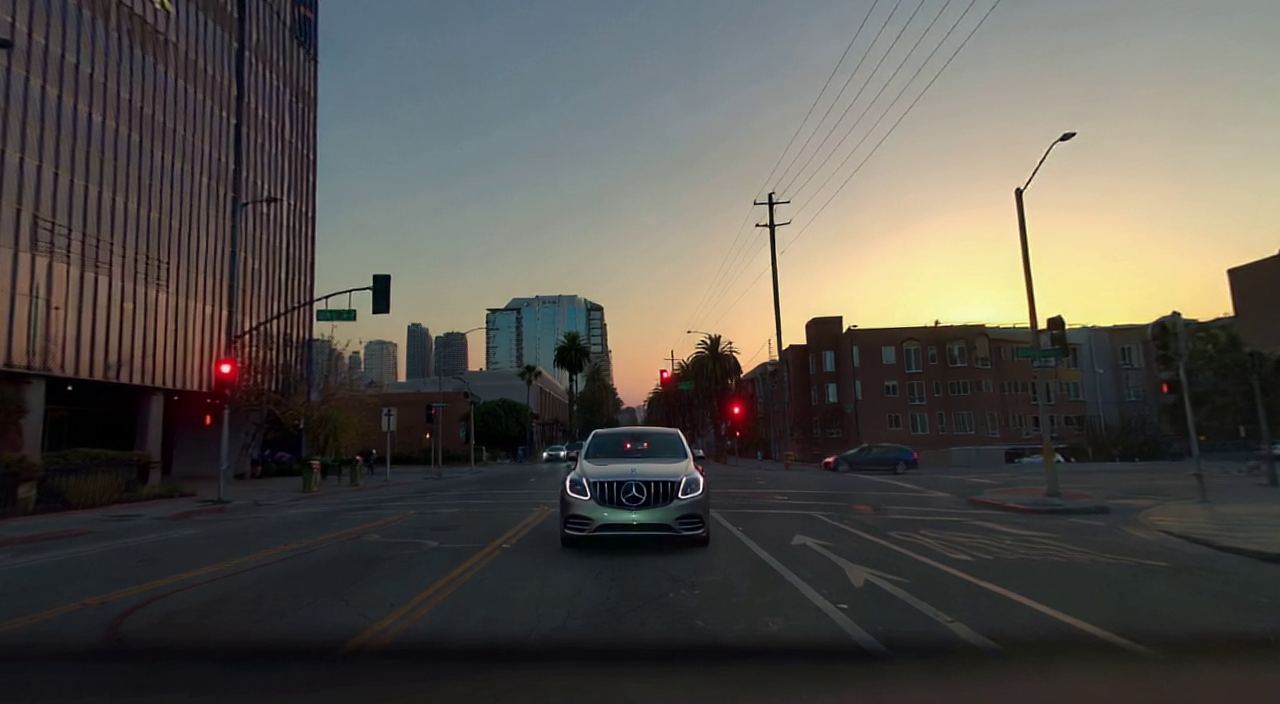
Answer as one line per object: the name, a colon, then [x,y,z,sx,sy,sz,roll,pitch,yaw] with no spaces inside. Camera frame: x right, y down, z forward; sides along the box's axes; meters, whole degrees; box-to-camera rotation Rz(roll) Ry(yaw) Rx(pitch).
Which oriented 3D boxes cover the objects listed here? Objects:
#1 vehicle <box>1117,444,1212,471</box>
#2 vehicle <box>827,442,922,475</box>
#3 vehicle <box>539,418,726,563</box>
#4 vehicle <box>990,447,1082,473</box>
vehicle: [32.134,6.469,38.780,4.234,1.613,1.812,0,-8,-1]
vehicle: [13.082,5.985,35.569,4.649,1.760,2.029,-2,-9,12]
vehicle: [-0.089,1.873,9.224,2.144,1.643,3.770,0,-8,0]
vehicle: [24.193,6.600,38.688,4.417,1.462,1.761,0,-8,-1]
